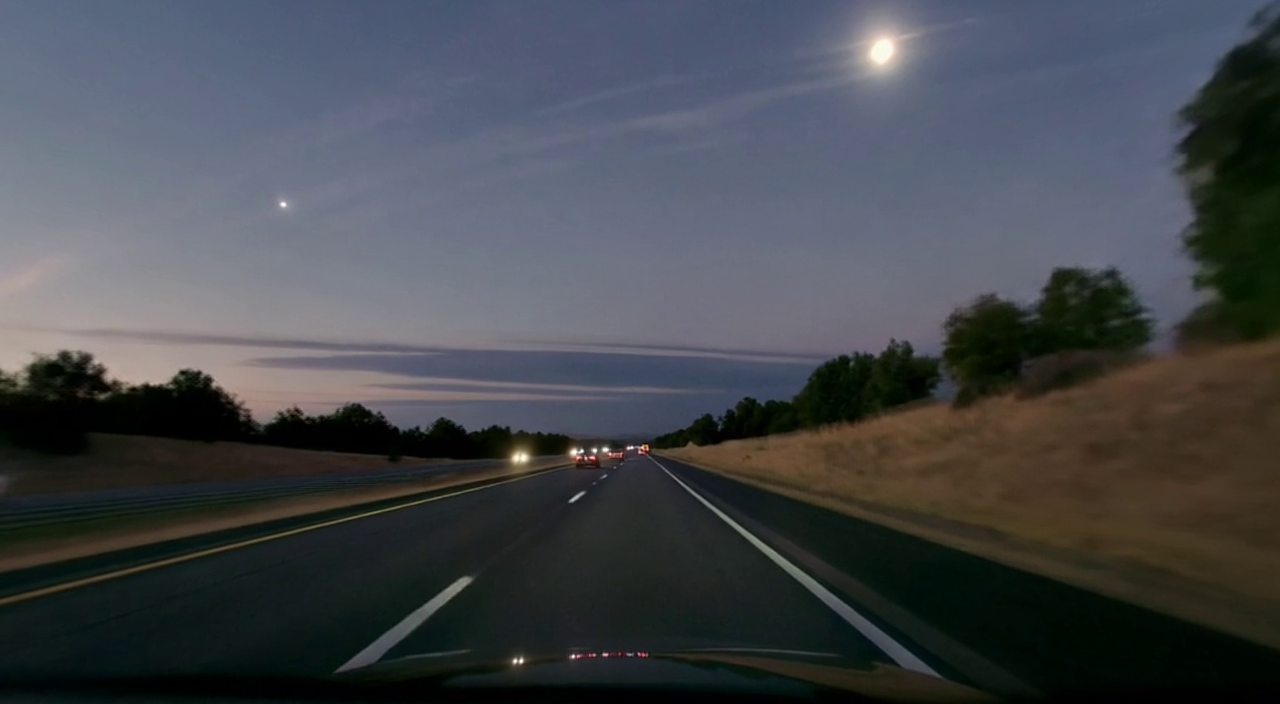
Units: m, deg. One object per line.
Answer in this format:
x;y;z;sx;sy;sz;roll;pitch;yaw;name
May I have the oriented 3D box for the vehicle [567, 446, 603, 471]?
-3.950;7.749;45.809;2.132;1.701;4.303;0;-9;1;vehicle
